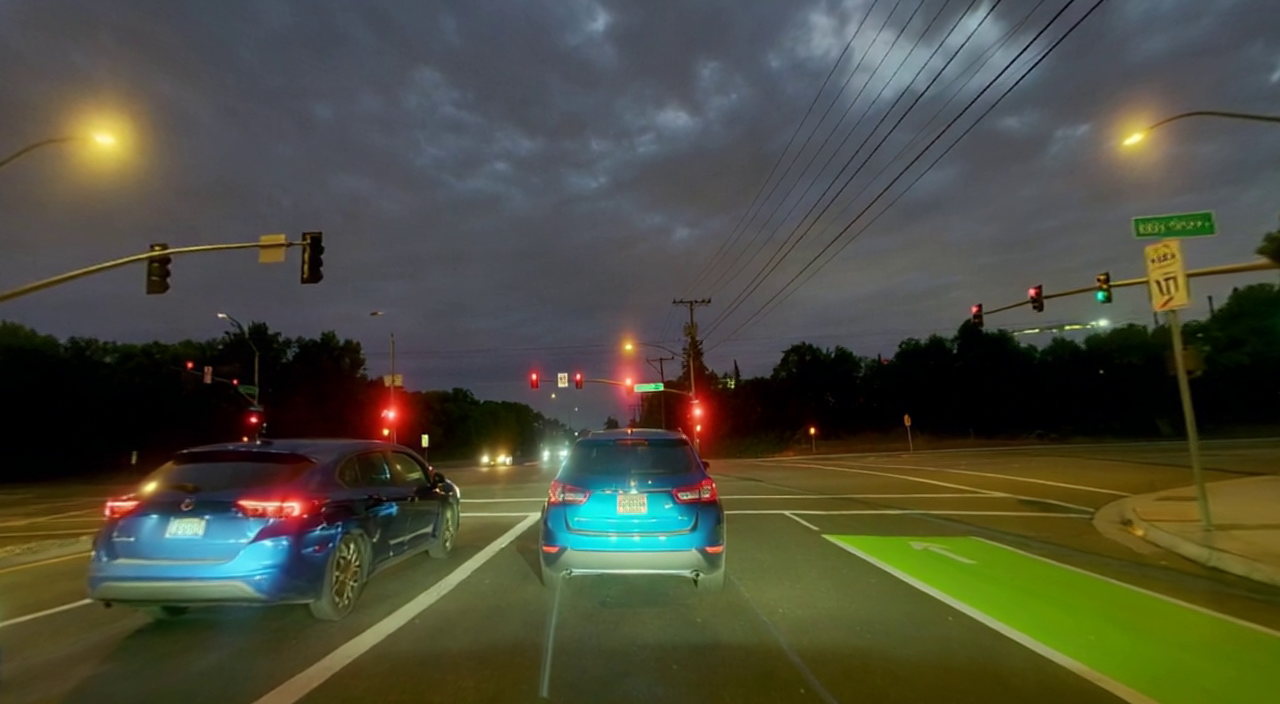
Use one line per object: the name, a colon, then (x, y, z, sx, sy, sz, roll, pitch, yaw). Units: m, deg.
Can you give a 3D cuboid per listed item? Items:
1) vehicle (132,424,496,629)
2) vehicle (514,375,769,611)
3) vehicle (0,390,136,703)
vehicle: (-2.903, 1.632, 6.740, 1.726, 1.506, 3.840, 0, -9, 1)
vehicle: (-0.021, 1.562, 7.751, 2.036, 1.885, 5.196, 0, -9, -1)
vehicle: (-3.468, 0.606, 0.286, 2.138, 1.488, 5.327, 0, -8, 0)
